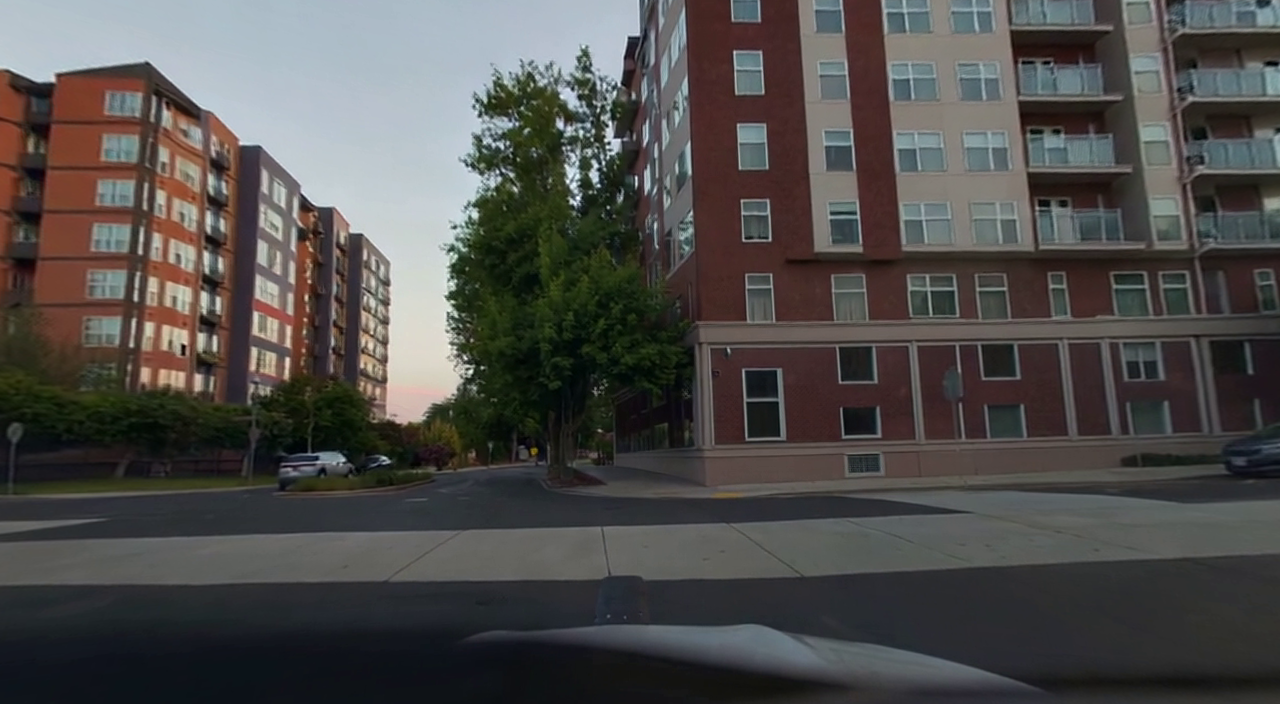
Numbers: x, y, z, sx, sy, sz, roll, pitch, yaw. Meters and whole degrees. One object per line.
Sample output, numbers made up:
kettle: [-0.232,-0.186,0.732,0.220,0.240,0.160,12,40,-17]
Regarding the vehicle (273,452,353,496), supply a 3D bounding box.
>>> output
vehicle: [-13.187,4.881,25.701,2.027,1.475,4.522,0,-8,-16]
